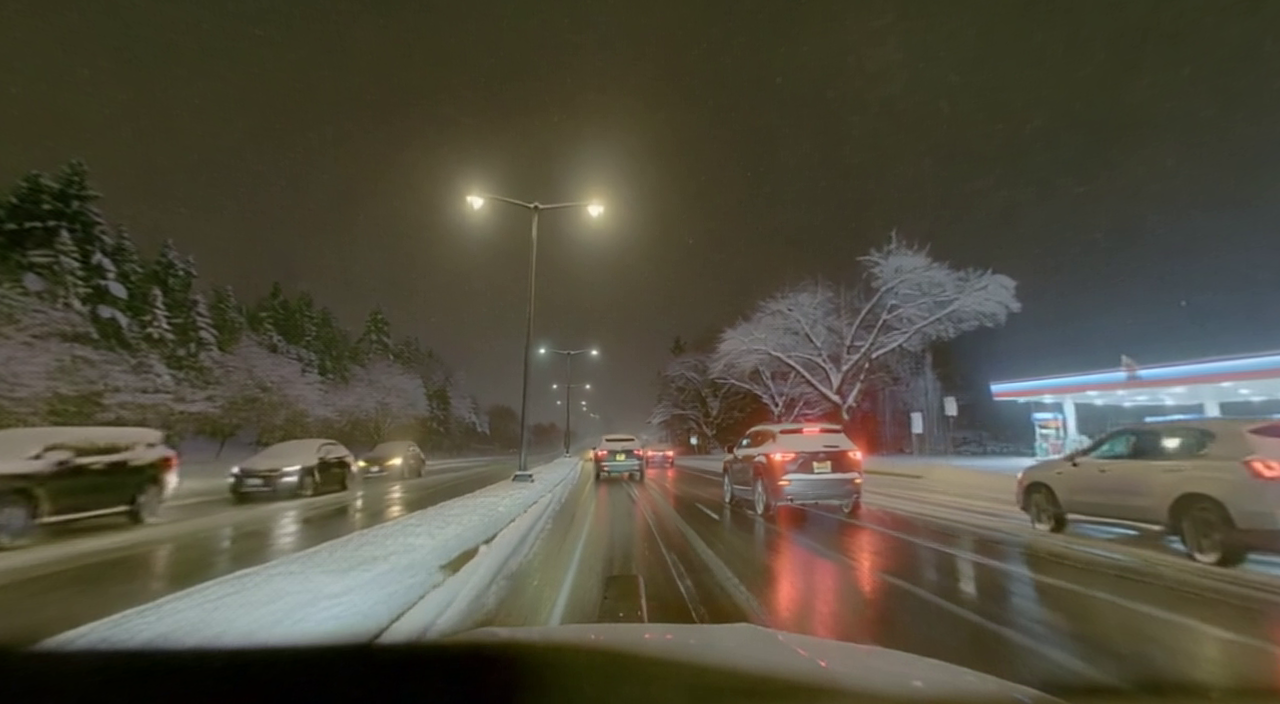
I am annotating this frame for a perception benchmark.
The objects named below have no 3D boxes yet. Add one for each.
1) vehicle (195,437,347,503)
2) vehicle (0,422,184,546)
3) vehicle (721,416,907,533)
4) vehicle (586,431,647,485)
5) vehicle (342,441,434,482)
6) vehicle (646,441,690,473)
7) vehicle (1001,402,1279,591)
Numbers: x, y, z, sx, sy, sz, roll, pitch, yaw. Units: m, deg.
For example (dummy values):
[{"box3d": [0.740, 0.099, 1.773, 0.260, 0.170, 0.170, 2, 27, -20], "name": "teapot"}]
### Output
[{"box3d": [-9.015, 2.879, 15.782, 1.665, 1.442, 3.720, 0, -8, -2], "name": "vehicle"}, {"box3d": [-9.214, 1.880, 9.354, 1.943, 1.575, 3.927, 0, -8, -2], "name": "vehicle"}, {"box3d": [2.914, 2.169, 11.682, 2.000, 1.745, 4.206, 1, -8, -4], "name": "vehicle"}, {"box3d": [-0.938, 3.873, 23.278, 2.051, 1.798, 4.168, 1, -8, -4], "name": "vehicle"}, {"box3d": [-9.655, 4.218, 24.533, 1.872, 1.439, 4.507, 0, -8, -2], "name": "vehicle"}, {"box3d": [1.430, 5.551, 33.634, 1.800, 1.592, 3.658, 1, -8, -6], "name": "vehicle"}, {"box3d": [6.601, 1.531, 7.298, 2.047, 1.653, 4.423, 0, -8, -3], "name": "vehicle"}]
